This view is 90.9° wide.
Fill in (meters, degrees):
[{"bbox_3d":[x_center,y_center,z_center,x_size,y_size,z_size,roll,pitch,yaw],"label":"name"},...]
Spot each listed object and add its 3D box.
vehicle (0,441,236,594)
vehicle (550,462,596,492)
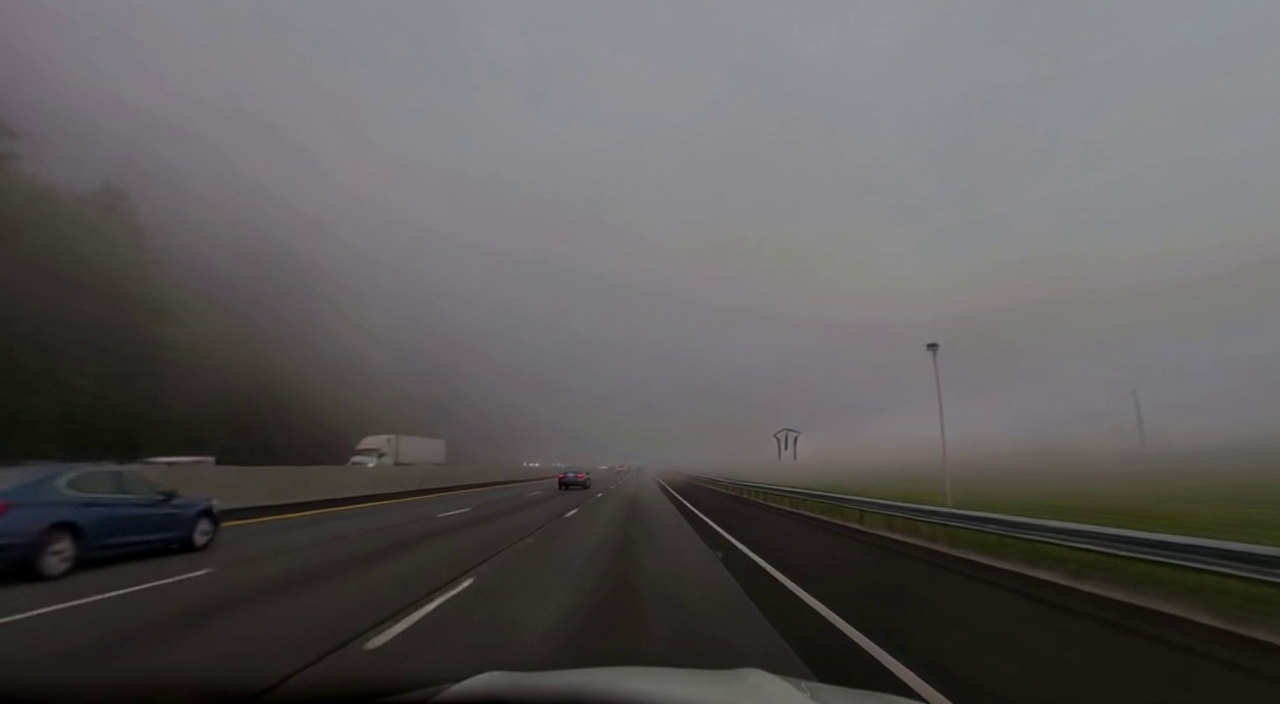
[{"bbox_3d":[-7.157,1.792,7.193,1.956,1.451,4.674,1,-10,0],"label":"vehicle"},{"bbox_3d":[-3.646,6.889,35.003,2.039,1.505,4.843,1,-10,0],"label":"vehicle"}]
